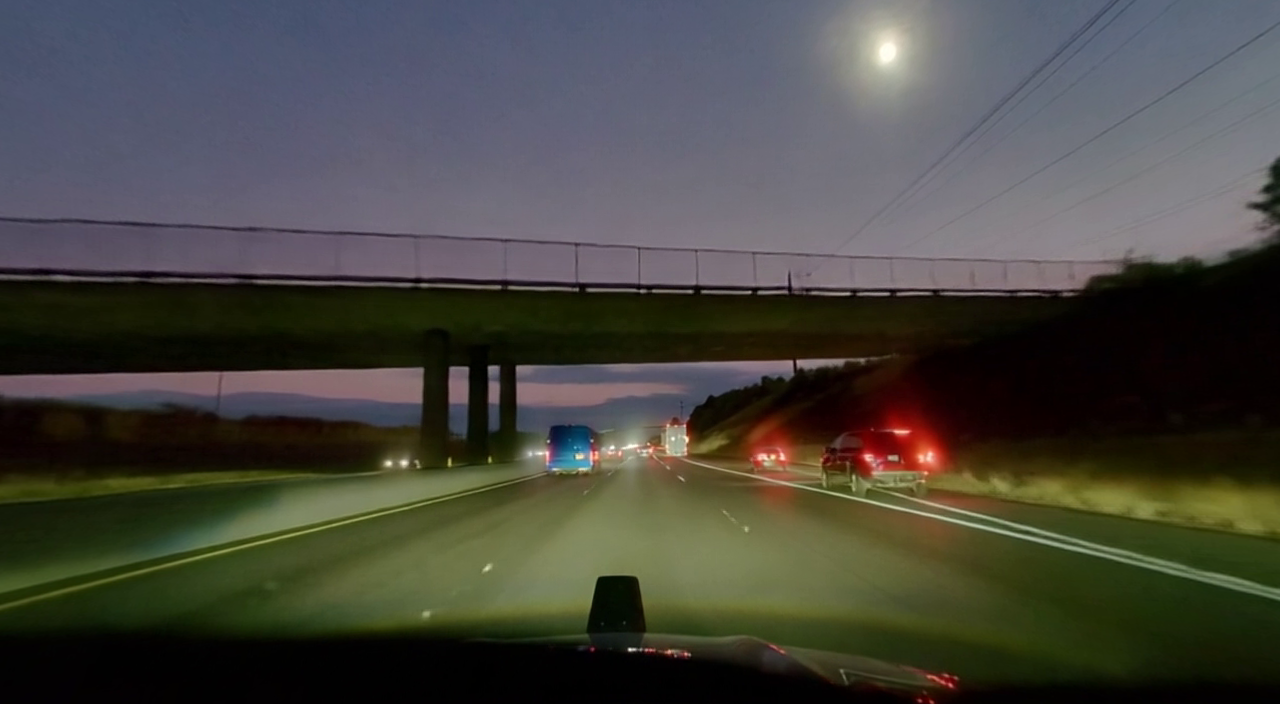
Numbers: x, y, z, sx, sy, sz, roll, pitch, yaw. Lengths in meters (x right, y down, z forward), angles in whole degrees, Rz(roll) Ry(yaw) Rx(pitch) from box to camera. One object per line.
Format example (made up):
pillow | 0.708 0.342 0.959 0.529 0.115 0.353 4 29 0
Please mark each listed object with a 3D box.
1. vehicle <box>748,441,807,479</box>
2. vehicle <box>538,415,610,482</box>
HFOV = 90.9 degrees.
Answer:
vehicle | 6.428 5.102 29.947 1.936 1.664 4.198 0 -9 1
vehicle | -2.751 4.289 27.917 2.451 2.627 5.868 0 -9 1
